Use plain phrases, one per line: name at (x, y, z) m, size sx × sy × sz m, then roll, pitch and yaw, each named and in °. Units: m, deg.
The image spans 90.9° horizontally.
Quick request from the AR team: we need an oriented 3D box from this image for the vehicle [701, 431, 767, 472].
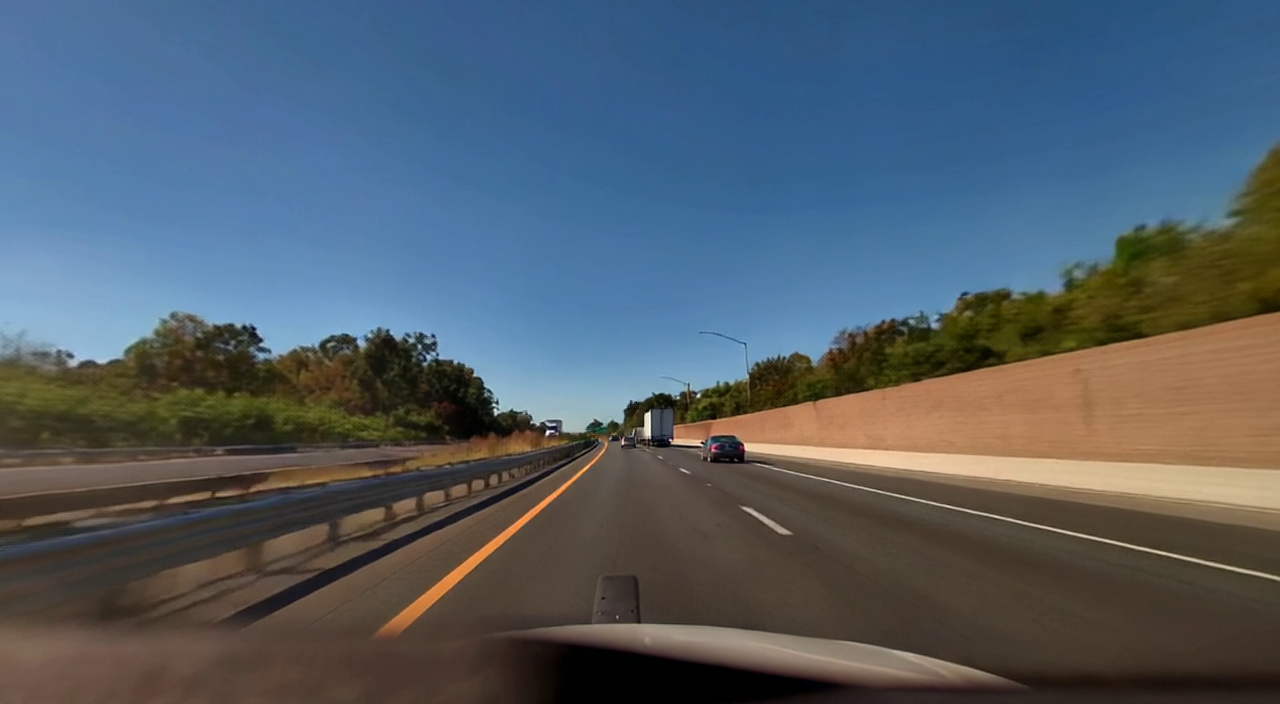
vehicle at (3.639, 3.905, 25.163) m, size 1.813 × 1.454 × 4.197 m, roll 0°, pitch -7°, yaw -3°
